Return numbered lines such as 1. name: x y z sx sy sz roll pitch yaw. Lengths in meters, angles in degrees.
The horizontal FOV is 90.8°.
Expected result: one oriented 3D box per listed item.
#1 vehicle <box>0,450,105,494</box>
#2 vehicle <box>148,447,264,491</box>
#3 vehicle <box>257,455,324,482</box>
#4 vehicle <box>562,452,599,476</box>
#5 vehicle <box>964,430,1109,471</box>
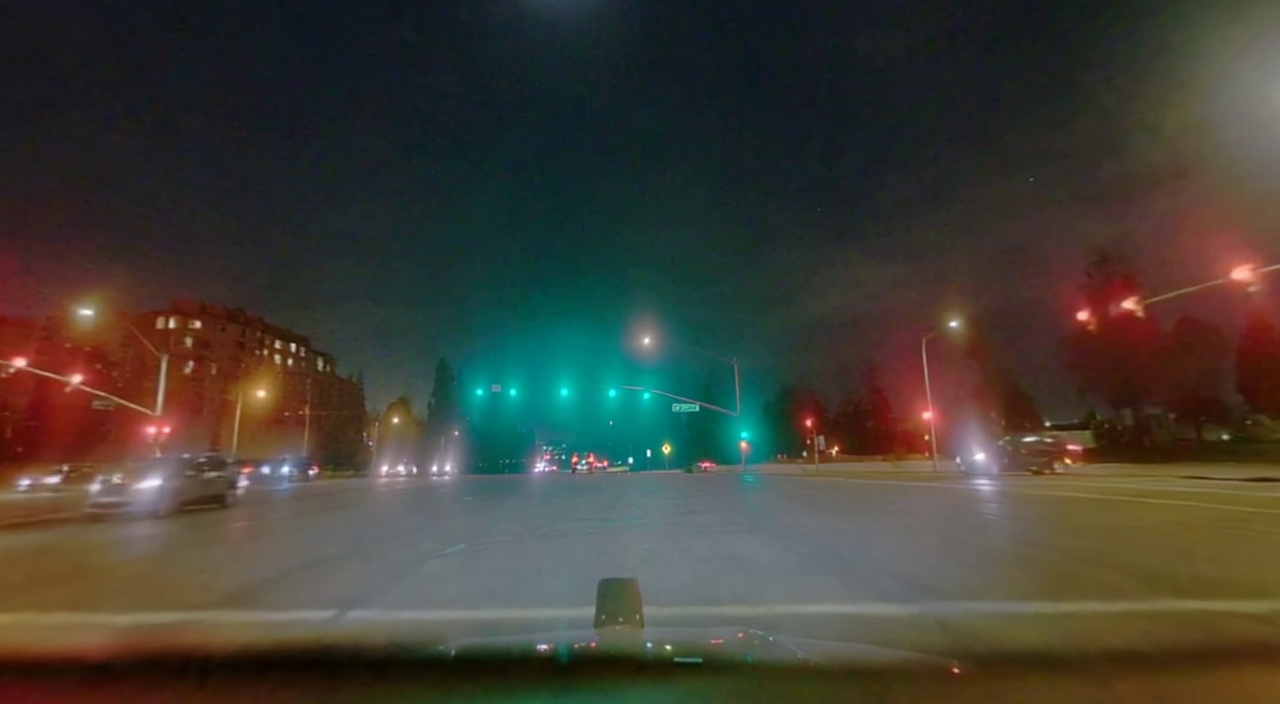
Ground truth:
1. vehicle: -25.408 4.982 26.626 1.877 1.640 4.337 0 -8 0
2. vehicle: -18.370 4.935 27.053 1.864 1.678 4.288 0 -8 1
3. vehicle: -21.745 7.252 39.469 1.945 1.466 3.809 0 -8 0
4. vehicle: -3.968 7.508 42.615 2.073 1.445 4.151 0 -8 0
5. vehicle: 17.923 4.465 28.761 5.003 1.786 2.369 0 -8 -2
